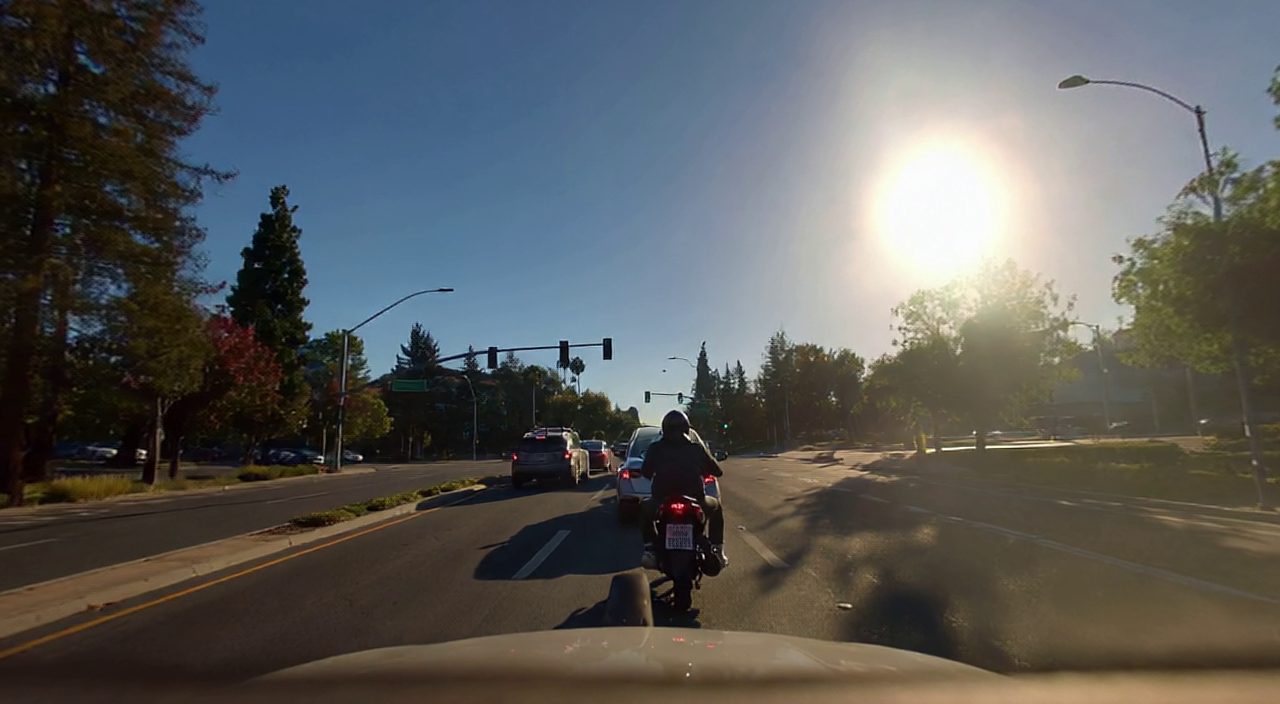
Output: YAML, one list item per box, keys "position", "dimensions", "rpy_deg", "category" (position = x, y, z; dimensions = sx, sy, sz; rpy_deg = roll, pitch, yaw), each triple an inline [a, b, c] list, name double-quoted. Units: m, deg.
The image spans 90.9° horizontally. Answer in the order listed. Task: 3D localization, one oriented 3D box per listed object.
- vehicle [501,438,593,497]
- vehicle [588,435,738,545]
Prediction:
- position: [-2.547, 3.284, 18.294]
  dimensions: [1.979, 1.499, 3.840]
  rpy_deg: [-1, -8, 2]
  category: "vehicle"
- position: [0.336, 2.196, 10.832]
  dimensions: [2.009, 1.450, 4.608]
  rpy_deg: [-1, -8, 1]
  category: "vehicle"
